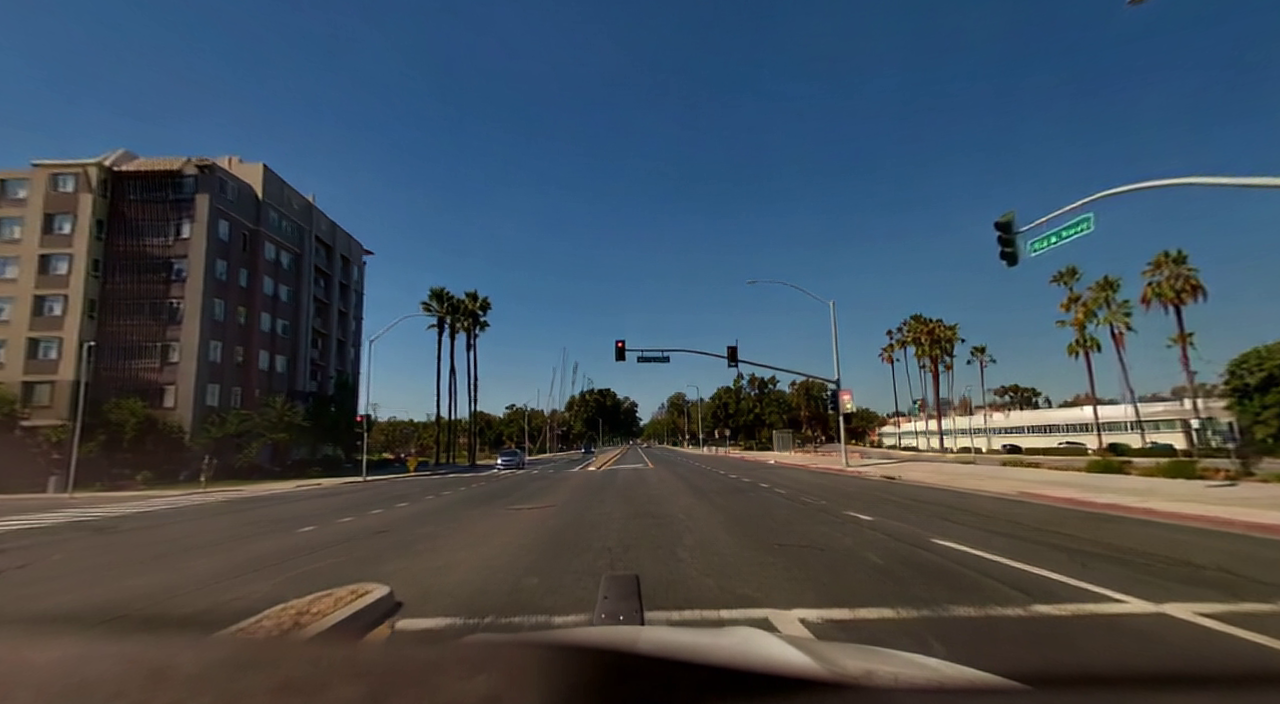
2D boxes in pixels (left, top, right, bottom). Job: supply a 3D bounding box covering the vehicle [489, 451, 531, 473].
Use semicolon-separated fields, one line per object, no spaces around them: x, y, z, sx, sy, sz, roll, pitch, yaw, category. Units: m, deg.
-9.416;8.022;46.118;2.149;1.477;4.186;0;-9;0;vehicle
